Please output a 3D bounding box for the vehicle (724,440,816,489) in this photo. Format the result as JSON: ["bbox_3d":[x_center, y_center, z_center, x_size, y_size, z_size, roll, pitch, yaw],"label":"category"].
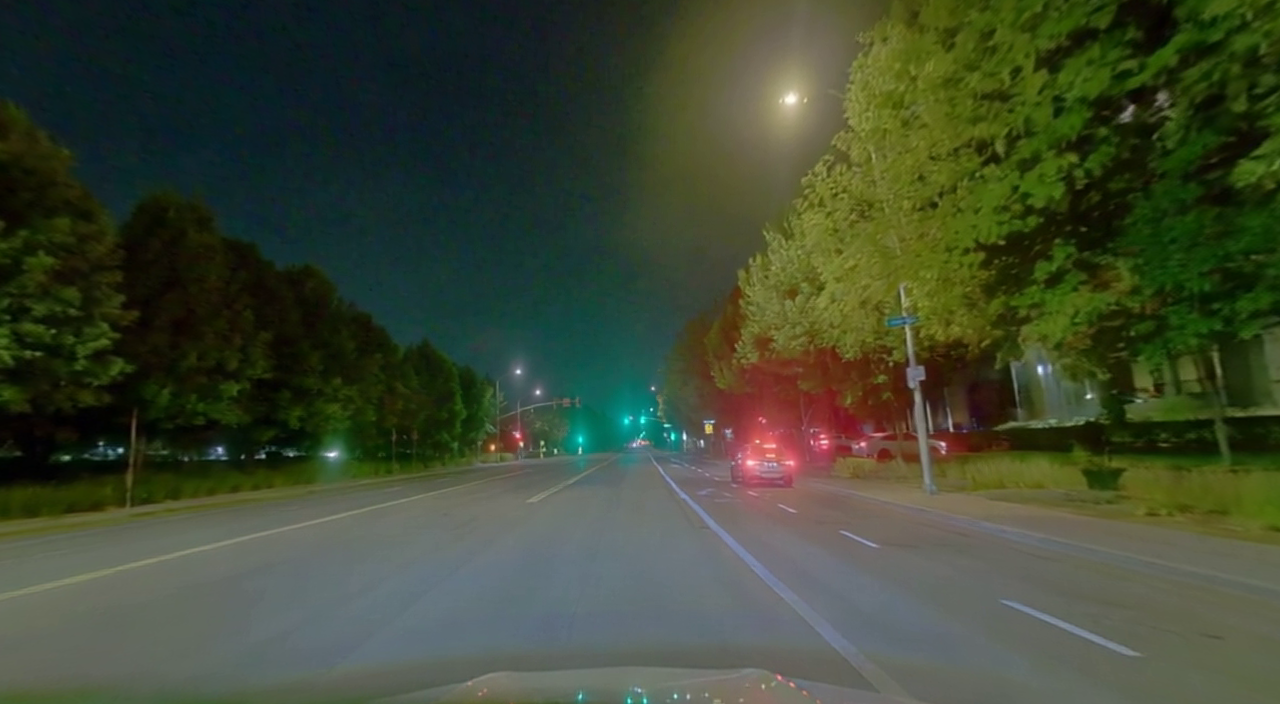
[{"bbox_3d":[4.180,3.721,21.155,2.006,1.448,4.671,0,-9,-1],"label":"vehicle"}]

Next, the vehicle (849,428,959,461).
[{"bbox_3d":[12.130,4.282,29.127,4.227,1.451,1.874,0,-8,1],"label":"vehicle"}]
